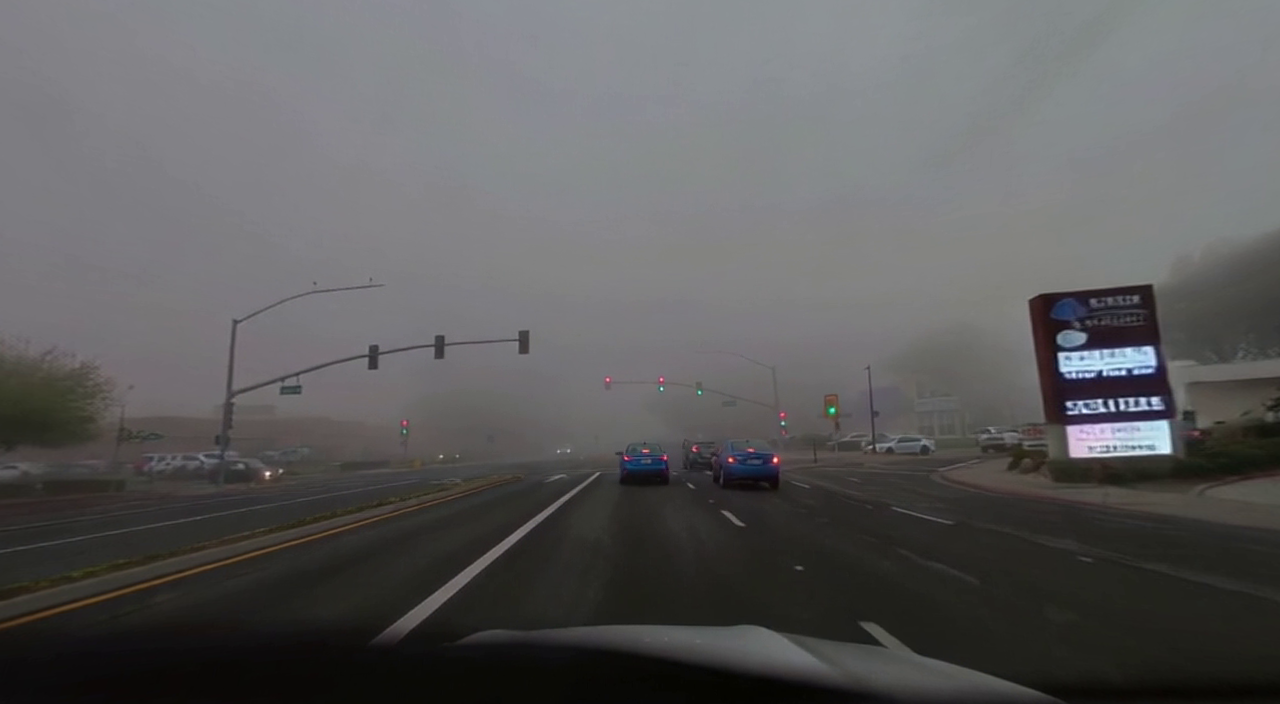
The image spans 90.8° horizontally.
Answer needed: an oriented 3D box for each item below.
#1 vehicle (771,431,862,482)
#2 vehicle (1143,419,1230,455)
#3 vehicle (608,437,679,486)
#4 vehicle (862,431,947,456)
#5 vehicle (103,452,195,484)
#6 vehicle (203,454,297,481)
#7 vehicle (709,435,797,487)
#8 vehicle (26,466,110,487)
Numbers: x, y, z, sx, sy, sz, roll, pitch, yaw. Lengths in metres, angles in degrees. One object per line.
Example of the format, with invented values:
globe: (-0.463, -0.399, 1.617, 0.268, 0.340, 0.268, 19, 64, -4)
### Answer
vehicle: (6.400, 3.829, 23.457, 2.009, 1.700, 4.275, 0, -8, -1)
vehicle: (25.896, 4.092, 30.145, 2.222, 1.538, 4.817, -5, -10, 30)
vehicle: (0.053, 3.610, 21.124, 2.135, 1.468, 4.076, 0, -8, -1)
vehicle: (20.013, 6.950, 47.957, 5.438, 1.776, 2.032, 0, -8, 0)
vehicle: (-38.273, 9.016, 49.344, 5.135, 2.388, 2.288, 0, -9, -1)
vehicle: (-26.277, 7.800, 42.712, 4.780, 1.669, 2.232, 0, -8, -2)
vehicle: (3.493, 3.493, 20.526, 1.889, 1.473, 4.643, 0, -8, -1)
vehicle: (-44.512, 9.697, 49.220, 4.604, 1.447, 1.892, 0, -9, -3)
